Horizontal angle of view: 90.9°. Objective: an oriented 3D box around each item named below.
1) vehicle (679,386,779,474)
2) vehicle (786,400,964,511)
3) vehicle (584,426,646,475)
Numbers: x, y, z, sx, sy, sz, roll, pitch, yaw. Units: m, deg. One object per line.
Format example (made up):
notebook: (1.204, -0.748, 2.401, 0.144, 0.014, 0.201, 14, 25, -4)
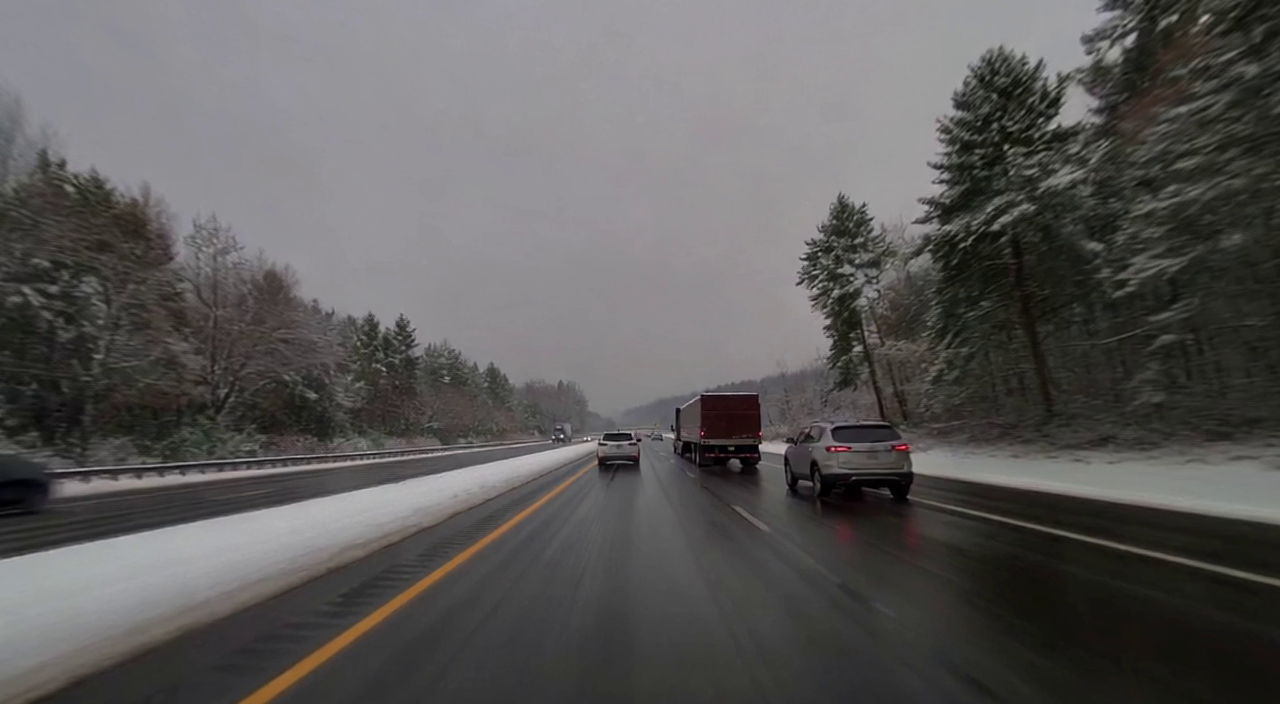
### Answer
vehicle: (3.336, 3.260, 26.121, 2.723, 3.027, 8.478, 0, -8, -1)
vehicle: (4.525, 2.039, 12.902, 2.011, 1.905, 3.905, 0, -8, -2)
vehicle: (-0.850, 3.562, 23.168, 2.082, 1.638, 4.055, 0, -8, 0)
